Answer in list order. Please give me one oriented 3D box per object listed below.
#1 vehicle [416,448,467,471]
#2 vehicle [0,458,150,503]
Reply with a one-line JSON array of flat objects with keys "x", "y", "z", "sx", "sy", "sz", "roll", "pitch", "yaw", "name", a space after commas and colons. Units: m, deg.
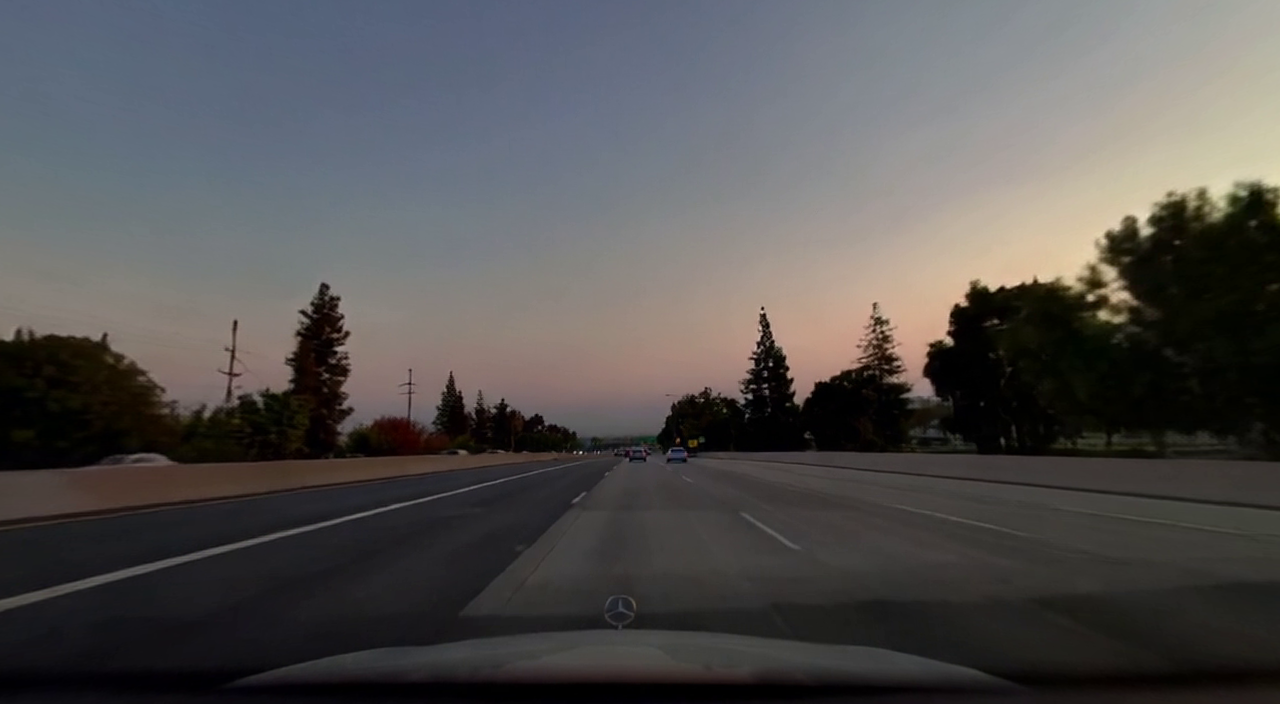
[{"x": -14.203, "y": 7.706, "z": 45.547, "sx": 1.990, "sy": 1.479, "sz": 5.124, "roll": 0, "pitch": -8, "yaw": 1, "name": "vehicle"}, {"x": -20.980, "y": 4.720, "z": 23.578, "sx": 1.857, "sy": 1.432, "sz": 4.397, "roll": 0, "pitch": -9, "yaw": 0, "name": "vehicle"}]
